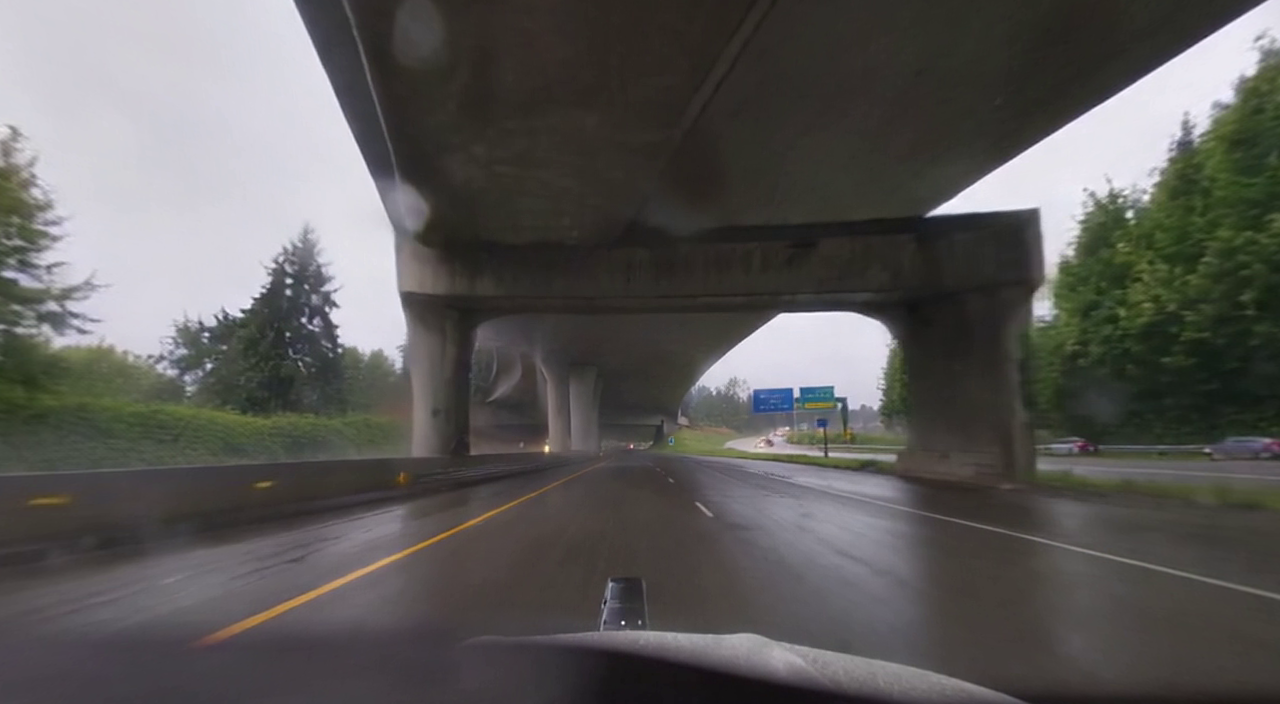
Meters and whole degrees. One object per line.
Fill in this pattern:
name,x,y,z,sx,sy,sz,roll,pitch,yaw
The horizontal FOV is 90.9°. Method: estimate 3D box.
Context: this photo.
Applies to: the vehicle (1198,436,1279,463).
vehicle,41.007,6.641,42.942,3.974,1.586,1.828,-3,-6,11
